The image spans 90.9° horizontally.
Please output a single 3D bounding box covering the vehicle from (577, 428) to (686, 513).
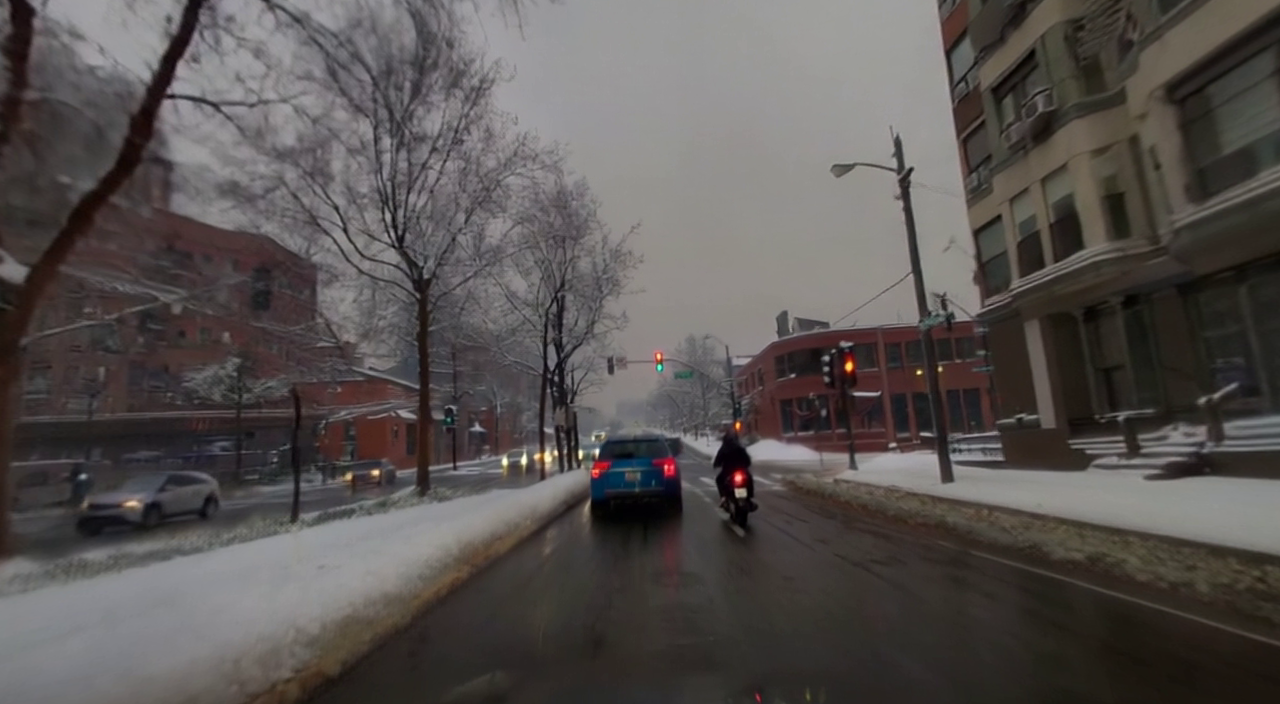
[{"bbox_3d":[-0.164,2.781,15.252,2.265,1.748,4.130,0,-9,1],"label":"vehicle"}]

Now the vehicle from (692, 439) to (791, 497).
[{"bbox_3d":[2.873,3.387,18.847,2.101,1.507,4.355,0,-9,-2],"label":"vehicle"}]

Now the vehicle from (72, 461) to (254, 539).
[{"bbox_3d":[-13.141,4.029,17.810,1.871,1.786,4.386,0,-9,-4],"label":"vehicle"}]

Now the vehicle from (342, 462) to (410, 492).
[{"bbox_3d":[-14.896,7.052,35.881,1.963,1.492,4.885,0,-9,-3],"label":"vehicle"}]
